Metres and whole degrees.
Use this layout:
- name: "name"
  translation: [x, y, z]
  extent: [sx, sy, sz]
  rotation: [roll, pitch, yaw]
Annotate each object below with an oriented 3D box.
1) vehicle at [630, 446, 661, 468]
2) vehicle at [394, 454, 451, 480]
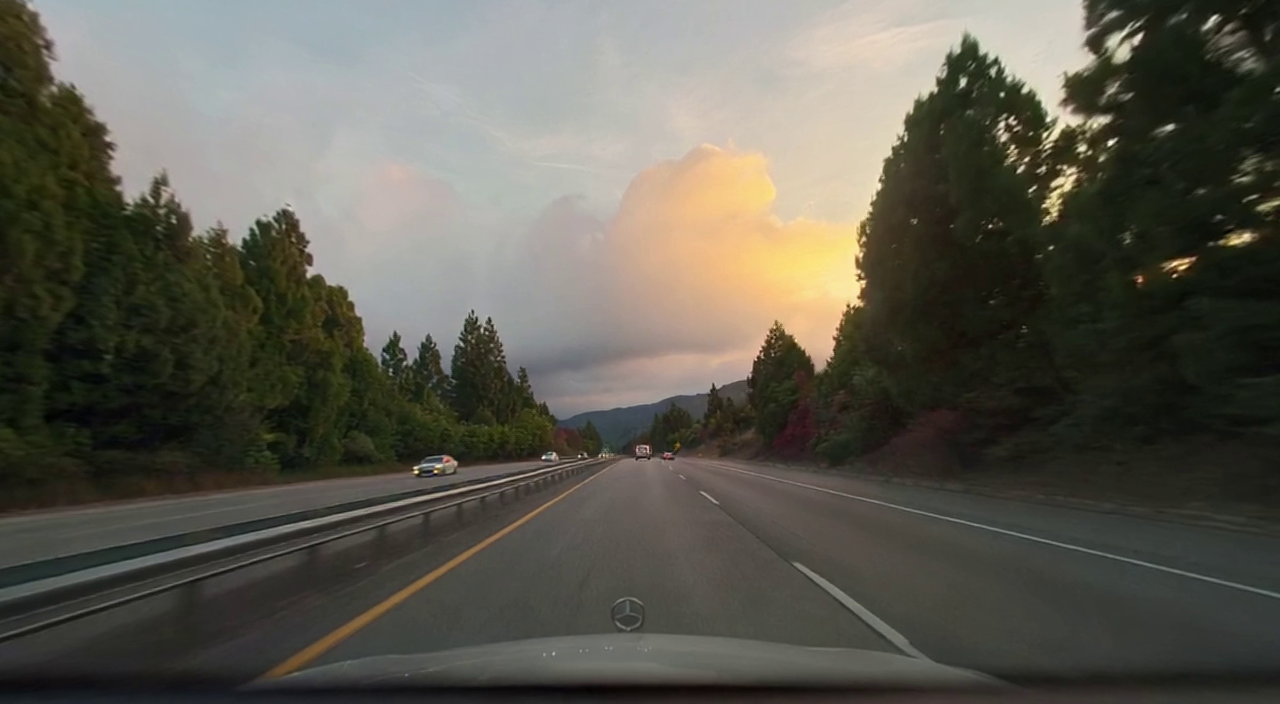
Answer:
- name: "vehicle"
  translation: [0.398, 7.628, 45.753]
  extent: [2.162, 1.492, 3.975]
  rotation: [0, -9, 0]
- name: "vehicle"
  translation: [-12.724, 6.753, 37.099]
  extent: [1.954, 1.399, 3.750]
  rotation: [0, -9, 0]
